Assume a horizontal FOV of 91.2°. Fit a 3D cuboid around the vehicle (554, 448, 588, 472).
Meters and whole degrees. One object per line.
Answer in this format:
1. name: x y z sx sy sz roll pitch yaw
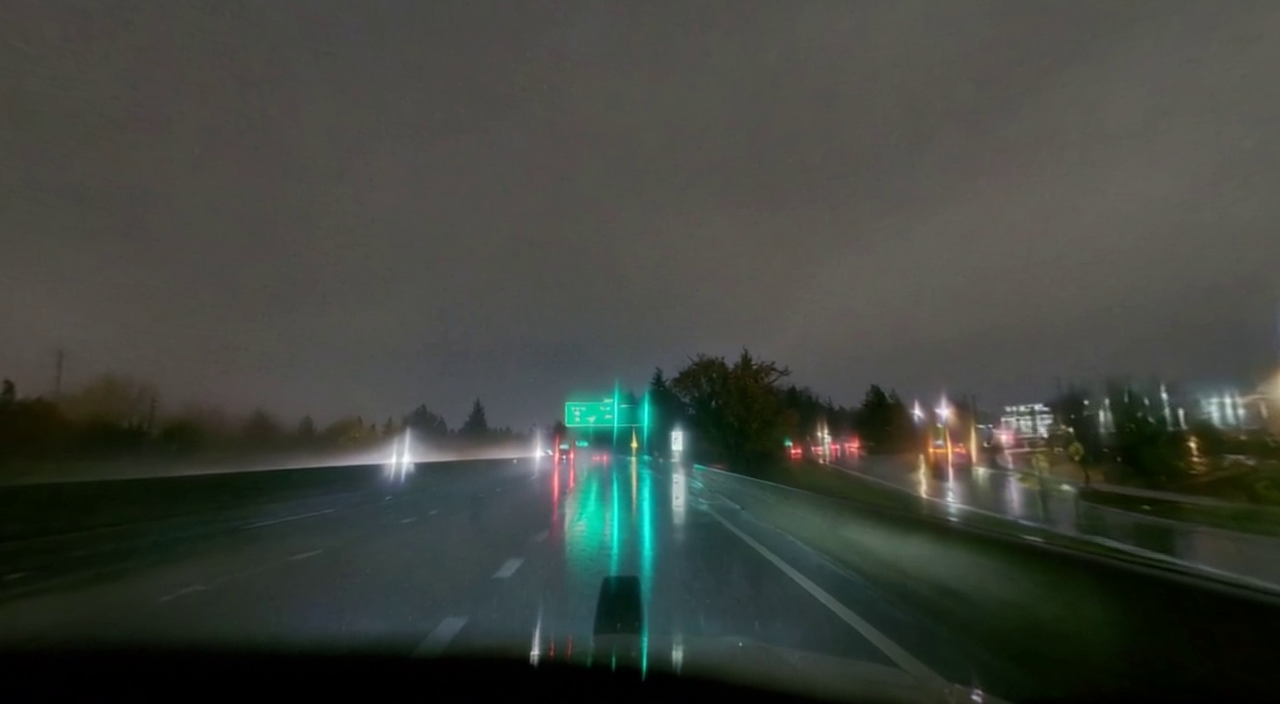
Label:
1. vehicle: -4.943 7.772 45.352 2.248 1.619 3.848 0 -9 -4
